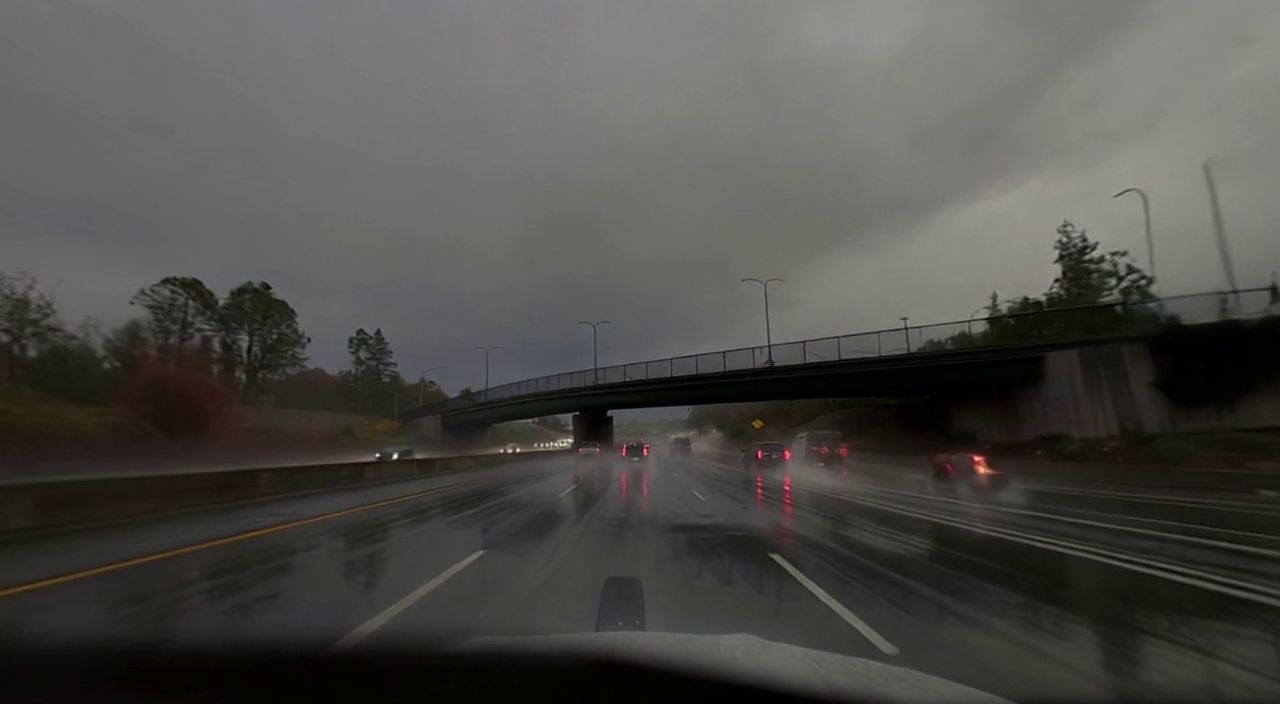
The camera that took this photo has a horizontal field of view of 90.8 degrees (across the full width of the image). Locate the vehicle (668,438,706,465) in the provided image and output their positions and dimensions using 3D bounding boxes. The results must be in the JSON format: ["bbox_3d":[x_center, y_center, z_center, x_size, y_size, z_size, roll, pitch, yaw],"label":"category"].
[{"bbox_3d":[3.254,7.048,44.927,2.177,1.831,4.766,0,-8,-2],"label":"vehicle"}]

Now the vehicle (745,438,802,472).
[{"bbox_3d":[6.788,5.269,32.549,1.936,1.625,3.991,0,-8,-1],"label":"vehicle"}]

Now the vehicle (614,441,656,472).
[{"bbox_3d":[-0.272,5.385,32.743,2.075,1.486,4.007,0,-8,-1],"label":"vehicle"}]
